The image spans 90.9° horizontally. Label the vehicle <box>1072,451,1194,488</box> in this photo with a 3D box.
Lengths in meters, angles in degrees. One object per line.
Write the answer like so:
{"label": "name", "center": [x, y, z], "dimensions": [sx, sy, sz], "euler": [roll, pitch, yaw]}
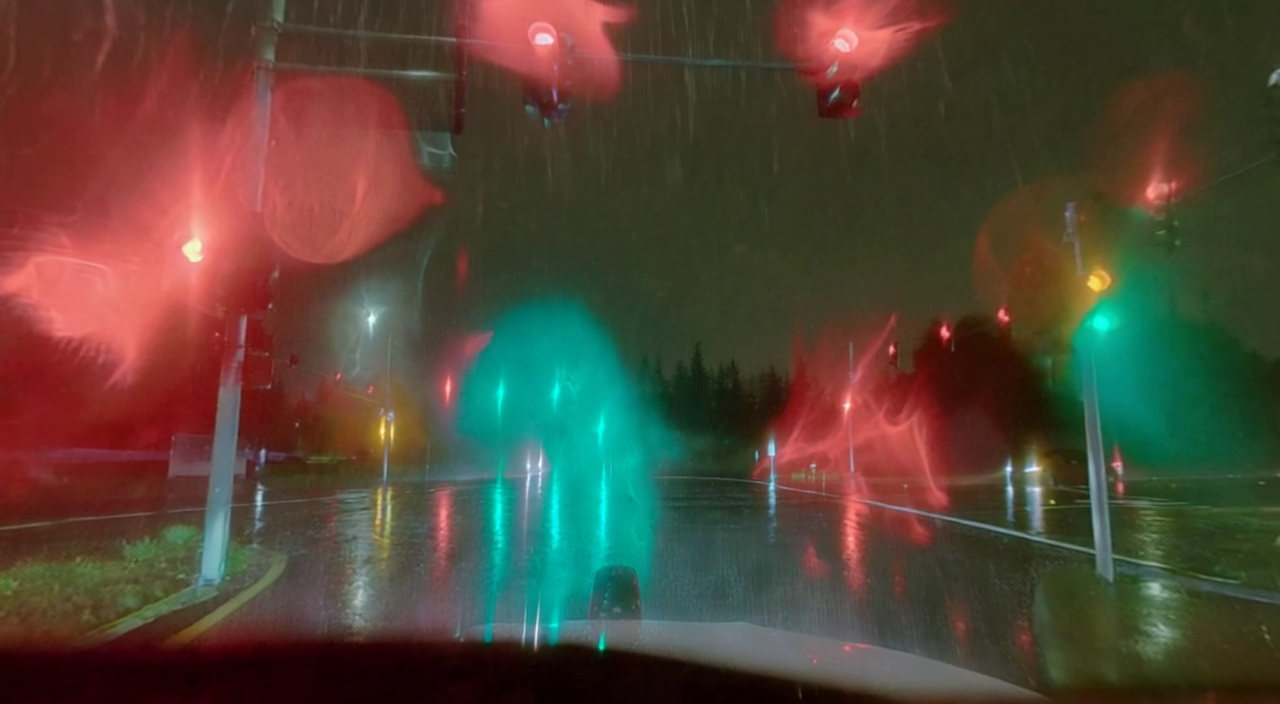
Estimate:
{"label": "vehicle", "center": [22.694, 5.437, 29.083], "dimensions": [3.998, 1.590, 1.936], "euler": [1, -12, -6]}

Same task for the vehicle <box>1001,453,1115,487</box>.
{"label": "vehicle", "center": [21.493, 6.101, 32.507], "dimensions": [4.455, 1.647, 2.124], "euler": [1, -11, -7]}
